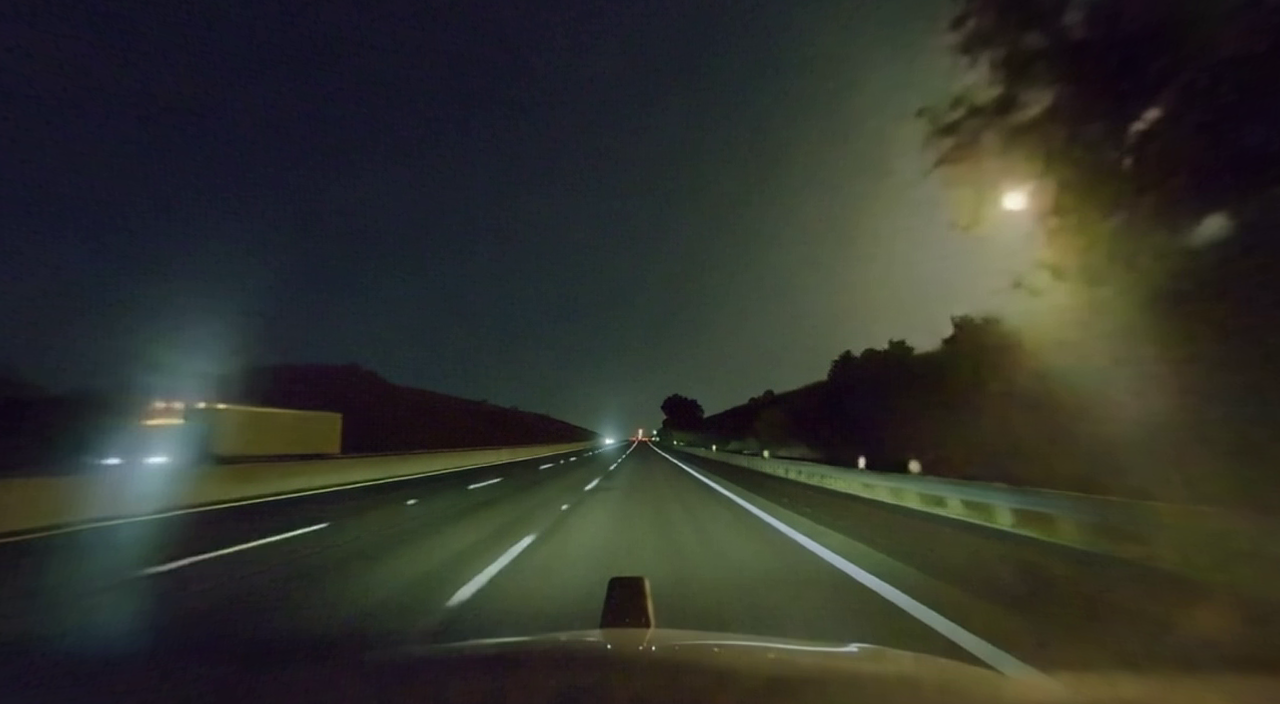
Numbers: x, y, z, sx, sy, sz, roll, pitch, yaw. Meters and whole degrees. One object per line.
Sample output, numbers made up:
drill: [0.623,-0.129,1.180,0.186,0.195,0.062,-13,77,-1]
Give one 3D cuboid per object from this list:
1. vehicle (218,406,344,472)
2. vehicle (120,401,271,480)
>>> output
vehicle: [-22.504,5.546,40.194,2.892,3.760,8.321,0,-8,2]
vehicle: [-22.589,4.565,32.480,3.022,3.619,6.249,0,-8,1]
